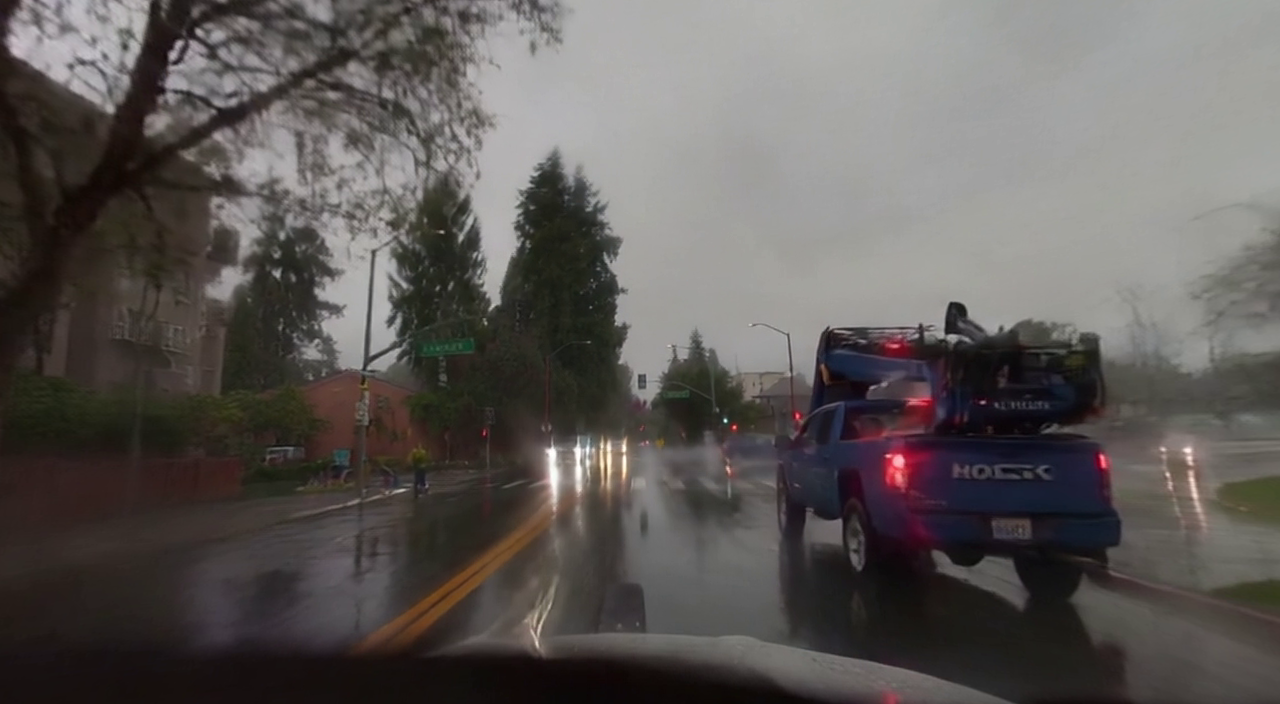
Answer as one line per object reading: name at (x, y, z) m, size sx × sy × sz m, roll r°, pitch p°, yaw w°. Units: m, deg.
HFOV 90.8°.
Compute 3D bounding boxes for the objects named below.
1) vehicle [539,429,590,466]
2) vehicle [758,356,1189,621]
vehicle at (-5.613, 7.198, 47.976) m, size 2.896 × 2.560 × 7.322 m, roll 0°, pitch -8°, yaw 1°
vehicle at (3.060, 1.429, 7.628) m, size 2.177 × 2.015 × 5.463 m, roll 0°, pitch -8°, yaw 0°
